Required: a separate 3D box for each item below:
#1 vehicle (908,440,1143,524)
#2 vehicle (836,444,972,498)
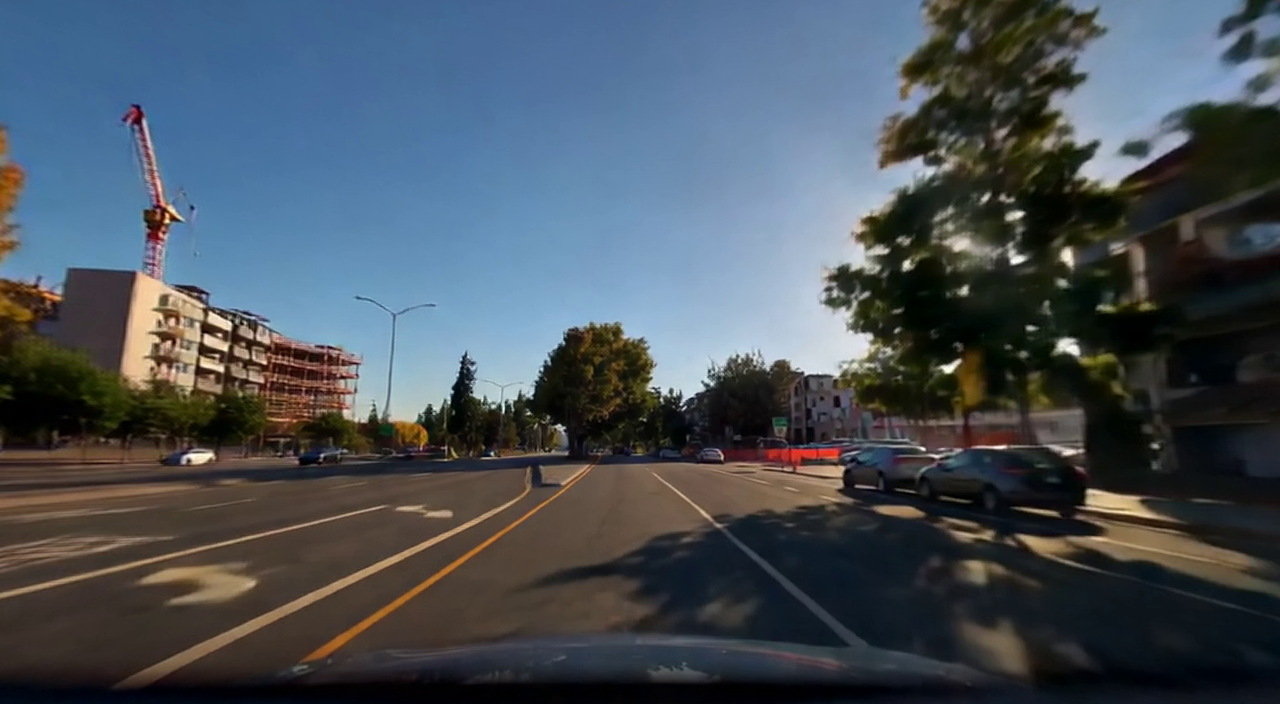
[{"bbox_3d":[7.898,2.669,13.661,1.946,1.472,4.753,0,-9,-2],"label":"vehicle"},{"bbox_3d":[7.849,3.545,19.362,2.079,1.442,4.406,0,-9,-3],"label":"vehicle"}]
